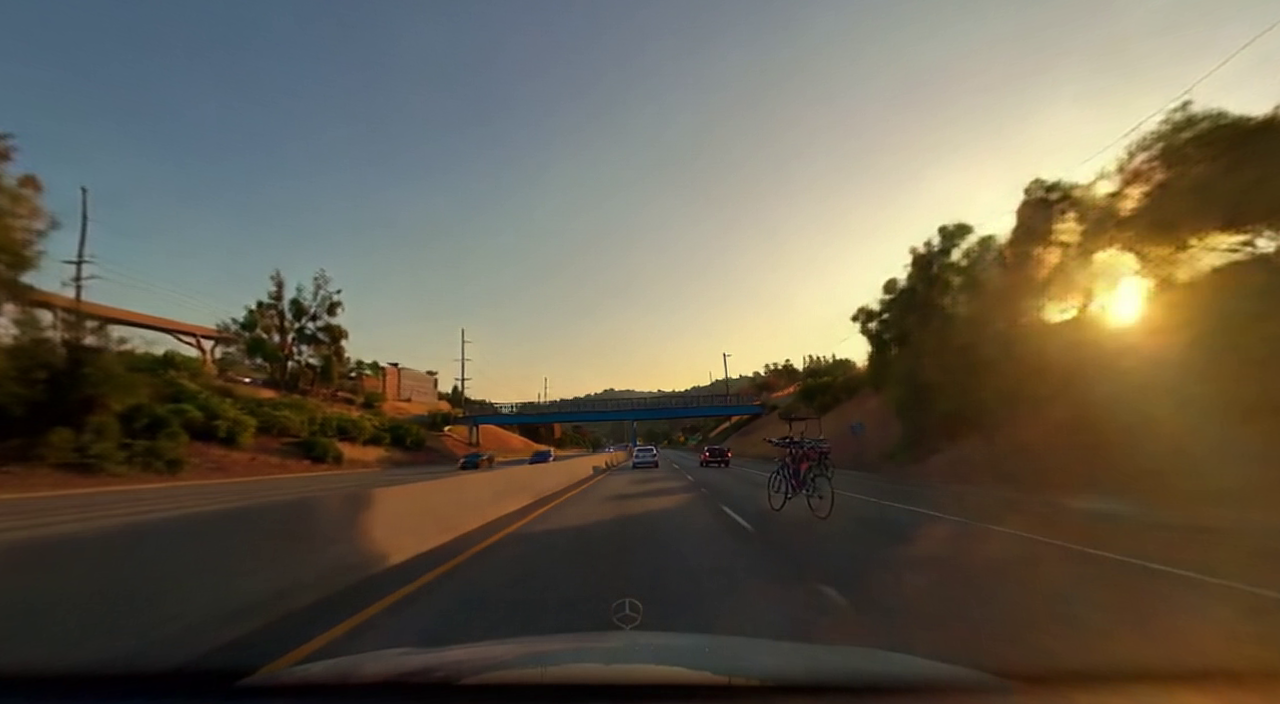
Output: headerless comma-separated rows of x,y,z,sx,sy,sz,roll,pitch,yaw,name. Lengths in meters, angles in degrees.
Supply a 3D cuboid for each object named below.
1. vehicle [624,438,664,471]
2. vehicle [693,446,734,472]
0.306,6.490,39.984,2.369,1.948,5.343,0,-9,2,vehicle
4.572,6.746,39.967,1.988,1.505,4.958,0,-9,0,vehicle
